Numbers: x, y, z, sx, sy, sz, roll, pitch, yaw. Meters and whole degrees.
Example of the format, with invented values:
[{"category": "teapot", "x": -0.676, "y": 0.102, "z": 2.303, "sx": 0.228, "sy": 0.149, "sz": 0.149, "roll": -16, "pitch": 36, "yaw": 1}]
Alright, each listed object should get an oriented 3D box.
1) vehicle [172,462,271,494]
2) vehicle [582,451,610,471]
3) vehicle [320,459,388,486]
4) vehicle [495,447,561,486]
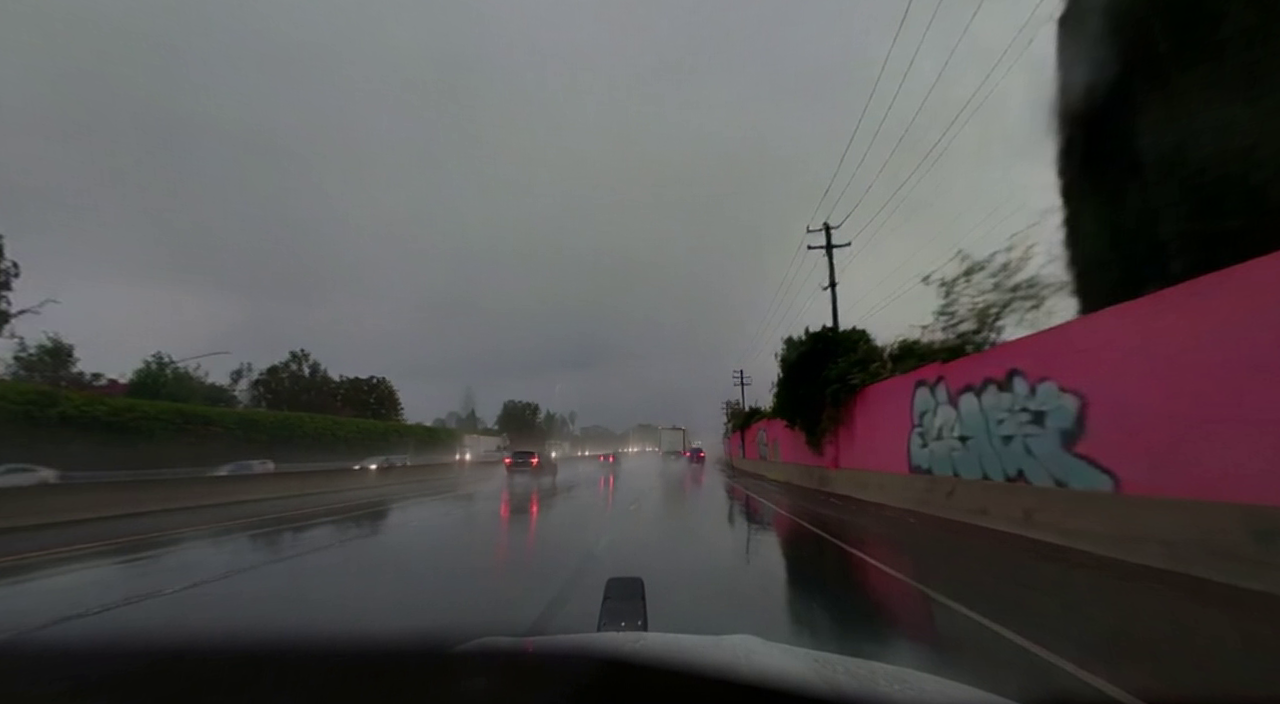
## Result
[{"category": "vehicle", "x": -20.884, "y": 6.278, "z": 31.685, "sx": 1.860, "sy": 1.423, "sz": 4.198, "roll": -1, "pitch": -9, "yaw": 4}, {"category": "vehicle", "x": -3.283, "y": 8.235, "z": 47.658, "sx": 1.708, "sy": 1.489, "sz": 2.840, "roll": -1, "pitch": -9, "yaw": 5}, {"category": "vehicle", "x": -16.475, "y": 6.930, "z": 36.498, "sx": 1.840, "sy": 1.431, "sz": 4.016, "roll": -1, "pitch": -9, "yaw": 4}, {"category": "vehicle", "x": -4.782, "y": 4.927, "z": 27.436, "sx": 1.966, "sy": 1.565, "sz": 3.766, "roll": -1, "pitch": -9, "yaw": 4}]
